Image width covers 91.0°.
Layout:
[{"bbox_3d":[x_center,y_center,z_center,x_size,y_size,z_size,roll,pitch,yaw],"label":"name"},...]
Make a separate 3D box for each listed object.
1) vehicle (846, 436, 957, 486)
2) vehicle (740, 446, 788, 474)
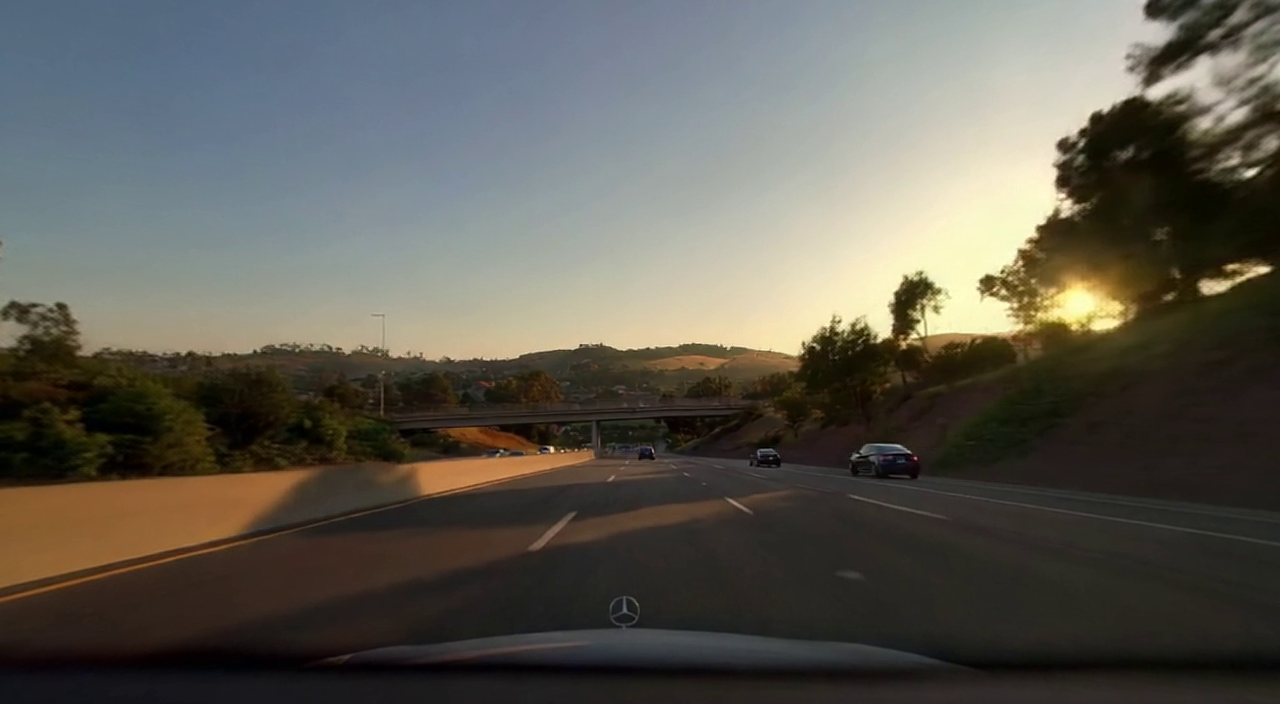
[{"bbox_3d":[11.148,4.689,27.457,2.387,1.936,5.646,0,-9,0],"label":"vehicle"},{"bbox_3d":[7.528,6.611,38.722,2.053,1.553,4.463,0,-9,0],"label":"vehicle"}]
